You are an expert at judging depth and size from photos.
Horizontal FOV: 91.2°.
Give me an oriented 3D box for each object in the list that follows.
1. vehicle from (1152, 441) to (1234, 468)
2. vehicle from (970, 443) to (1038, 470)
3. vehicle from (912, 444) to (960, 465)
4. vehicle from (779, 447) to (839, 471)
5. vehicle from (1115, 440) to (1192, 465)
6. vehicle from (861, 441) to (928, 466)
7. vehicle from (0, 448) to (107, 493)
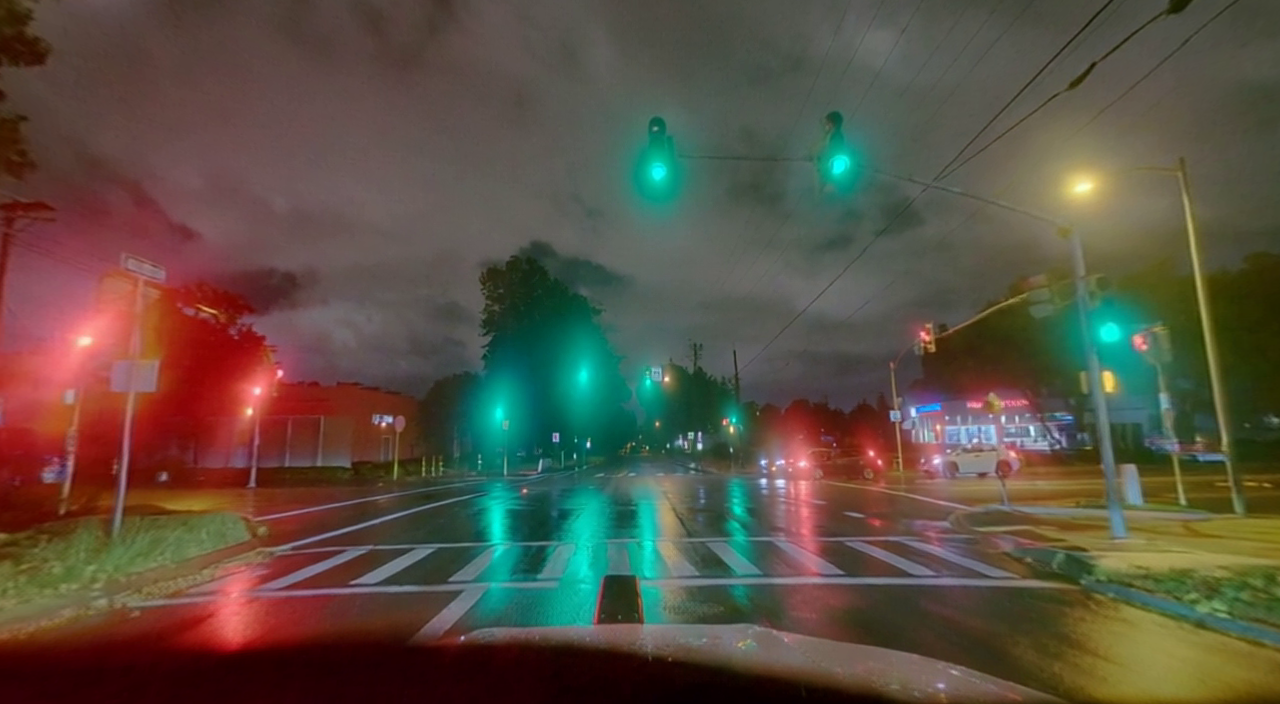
[{"bbox_3d":[31.448,5.826,35.762,1.612,1.402,3.320,-1,-9,0],"label":"vehicle"},{"bbox_3d":[20.949,5.993,36.243,1.851,1.388,3.475,0,-7,1],"label":"vehicle"},{"bbox_3d":[21.844,7.598,46.397,1.923,1.463,3.758,-1,-9,3],"label":"vehicle"},{"bbox_3d":[11.130,7.011,41.220,1.955,1.508,4.295,-9,-12,42],"label":"vehicle"},{"bbox_3d":[29.078,5.688,35.591,1.591,1.332,3.202,-2,-8,0],"label":"vehicle"},{"bbox_3d":[16.949,6.760,41.643,4.522,1.546,1.941,6,-11,-35],"label":"vehicle"},{"bbox_3d":[-22.824,4.370,23.237,4.362,1.593,1.936,-1,-9,2],"label":"vehicle"}]
